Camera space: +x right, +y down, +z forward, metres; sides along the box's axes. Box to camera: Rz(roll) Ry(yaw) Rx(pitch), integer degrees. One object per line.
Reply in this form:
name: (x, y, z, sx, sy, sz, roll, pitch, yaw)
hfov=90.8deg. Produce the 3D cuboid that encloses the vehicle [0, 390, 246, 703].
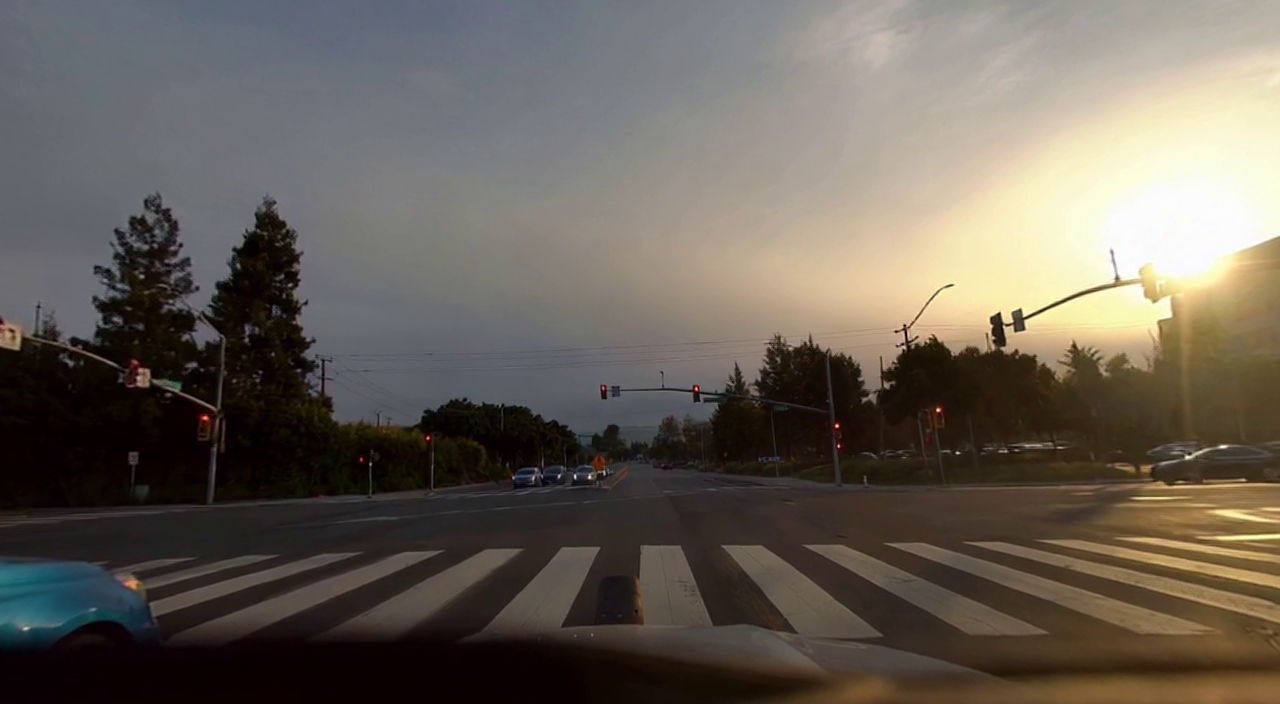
vehicle: (-3.002, 0.776, 1.257, 1.969, 1.513, 3.773, 0, -9, 0)

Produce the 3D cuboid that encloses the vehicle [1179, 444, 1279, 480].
vehicle: (25.671, 4.611, 26.584, 4.347, 1.411, 1.784, 0, -9, -3)

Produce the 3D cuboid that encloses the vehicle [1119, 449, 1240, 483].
vehicle: (25.102, 5.280, 29.490, 4.123, 1.469, 1.790, 0, -8, -5)
